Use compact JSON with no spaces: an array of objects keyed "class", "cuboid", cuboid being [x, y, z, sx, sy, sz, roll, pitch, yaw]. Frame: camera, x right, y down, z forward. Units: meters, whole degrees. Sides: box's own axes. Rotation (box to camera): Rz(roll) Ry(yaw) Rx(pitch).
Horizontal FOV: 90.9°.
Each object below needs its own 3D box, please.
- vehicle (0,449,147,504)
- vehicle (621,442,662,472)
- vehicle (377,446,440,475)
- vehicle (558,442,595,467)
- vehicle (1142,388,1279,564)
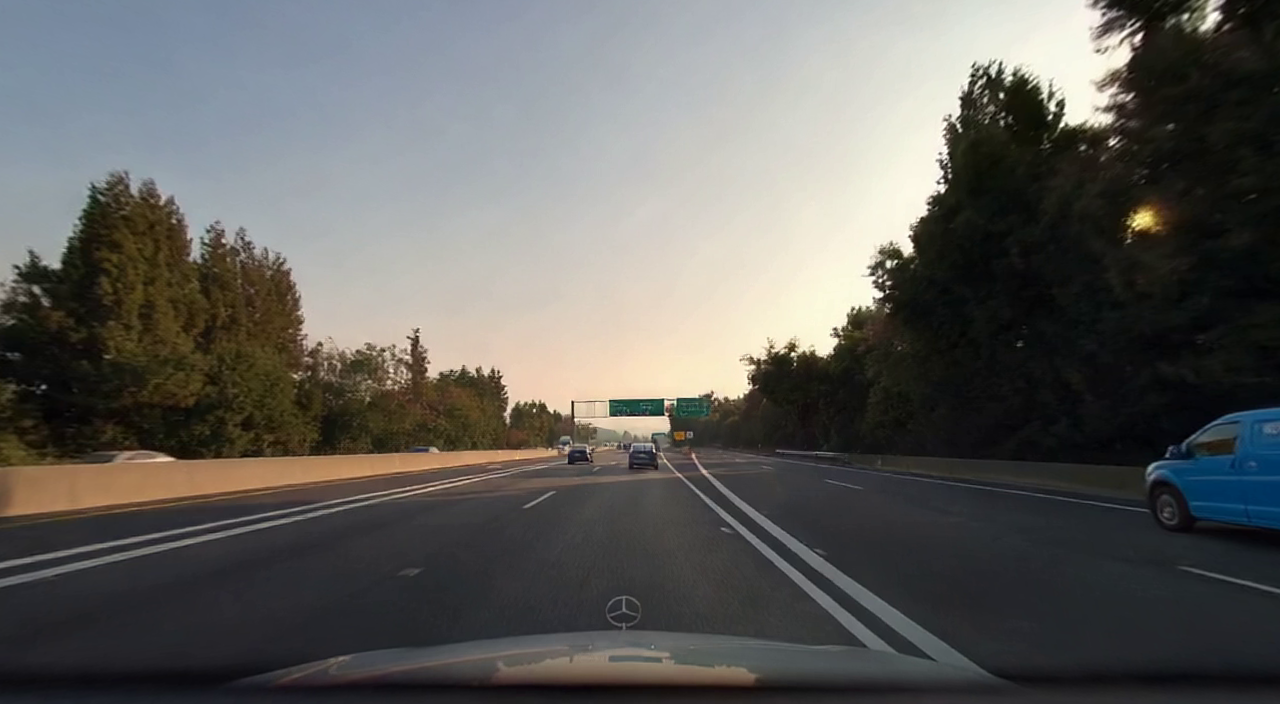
[{"class":"vehicle","cuboid":[-16.888,3.584,18.519,1.797,1.444,3.697,0,-9,-1]},{"class":"vehicle","cuboid":[0.028,5.397,32.498,2.002,1.449,3.612,0,-9,-1]},{"class":"vehicle","cuboid":[-13.309,6.250,36.535,1.970,1.518,4.342,0,-9,1]},{"class":"vehicle","cuboid":[-3.906,6.379,39.319,1.877,1.504,3.799,0,-9,1]},{"class":"vehicle","cuboid":[7.855,1.255,6.284,2.056,1.855,4.419,0,-9,1]}]
